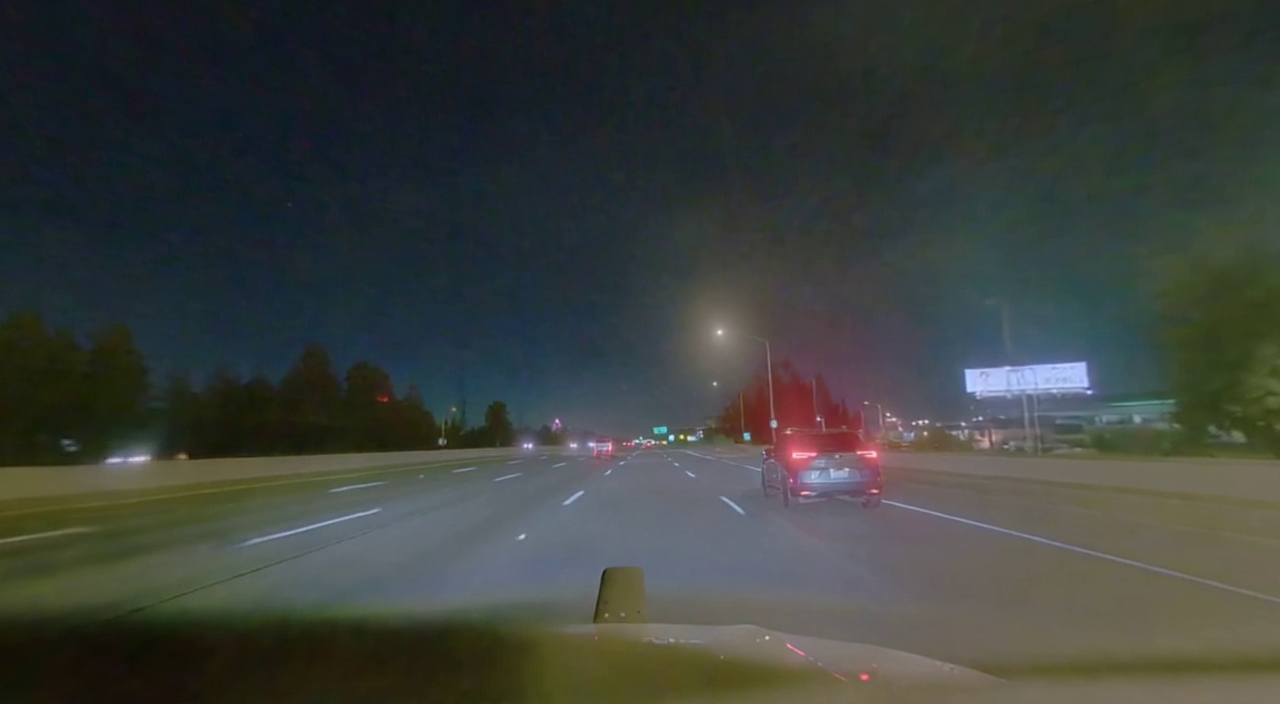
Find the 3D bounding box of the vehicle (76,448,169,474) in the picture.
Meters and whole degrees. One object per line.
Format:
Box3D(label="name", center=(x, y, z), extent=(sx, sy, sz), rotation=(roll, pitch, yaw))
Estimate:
Box3D(label="vehicle", center=(-32.018, 6.720, 39.195), extent=(1.796, 1.467, 4.575), rotation=(0, -8, 1))
